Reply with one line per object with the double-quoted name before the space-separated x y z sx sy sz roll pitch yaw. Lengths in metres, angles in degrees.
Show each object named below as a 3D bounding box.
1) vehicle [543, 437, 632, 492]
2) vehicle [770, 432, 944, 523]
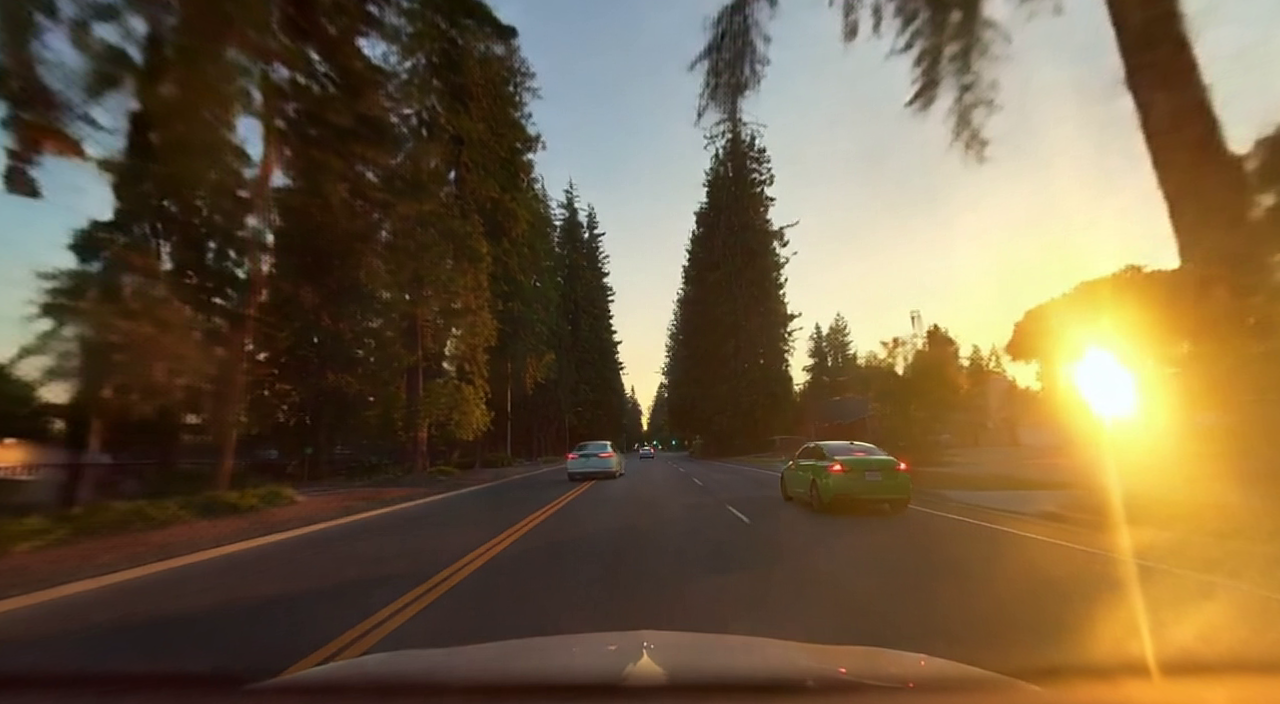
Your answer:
"vehicle" -1.580 3.612 20.764 2.206 1.525 4.695 -2 -8 4
"vehicle" 4.155 2.449 12.986 1.943 1.471 4.515 -1 -8 0
